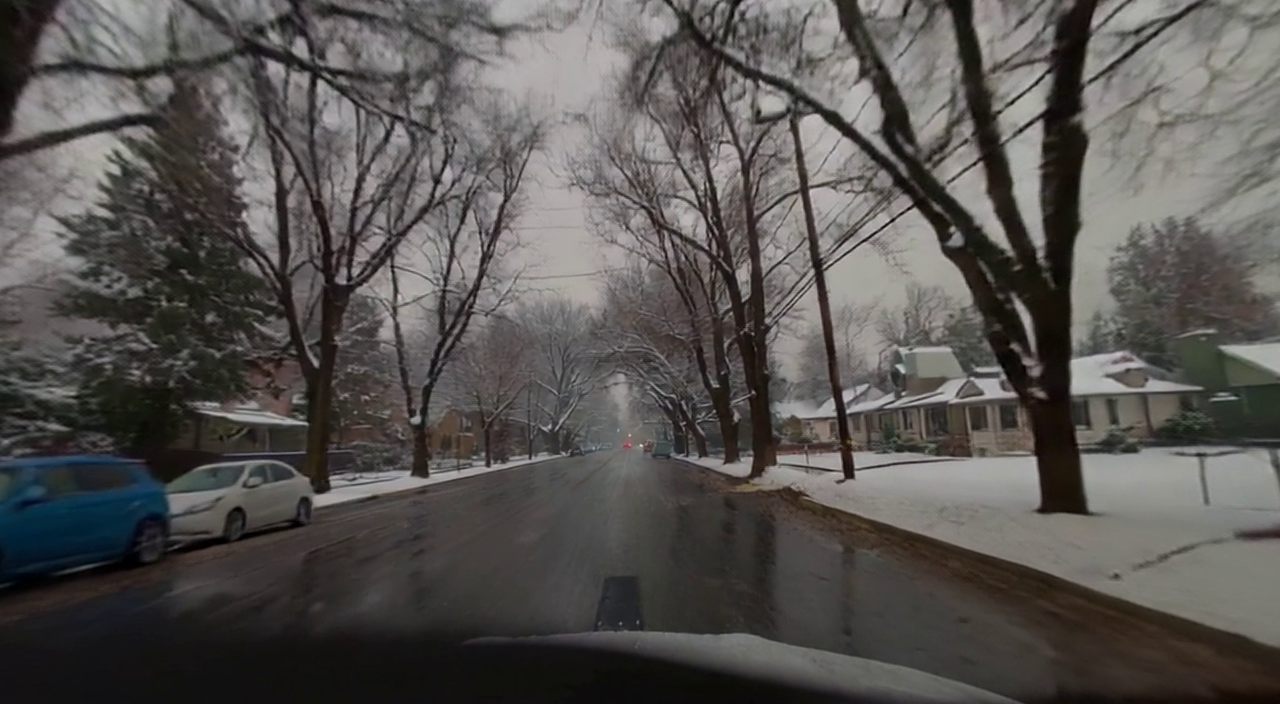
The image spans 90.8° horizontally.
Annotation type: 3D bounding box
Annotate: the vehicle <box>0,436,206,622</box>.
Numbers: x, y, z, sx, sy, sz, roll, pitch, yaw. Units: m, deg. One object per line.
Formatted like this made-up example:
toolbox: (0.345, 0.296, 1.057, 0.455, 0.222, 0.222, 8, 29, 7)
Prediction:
vehicle: (-6.378, 1.632, 6.103, 1.874, 1.497, 4.233, -2, -7, -8)
